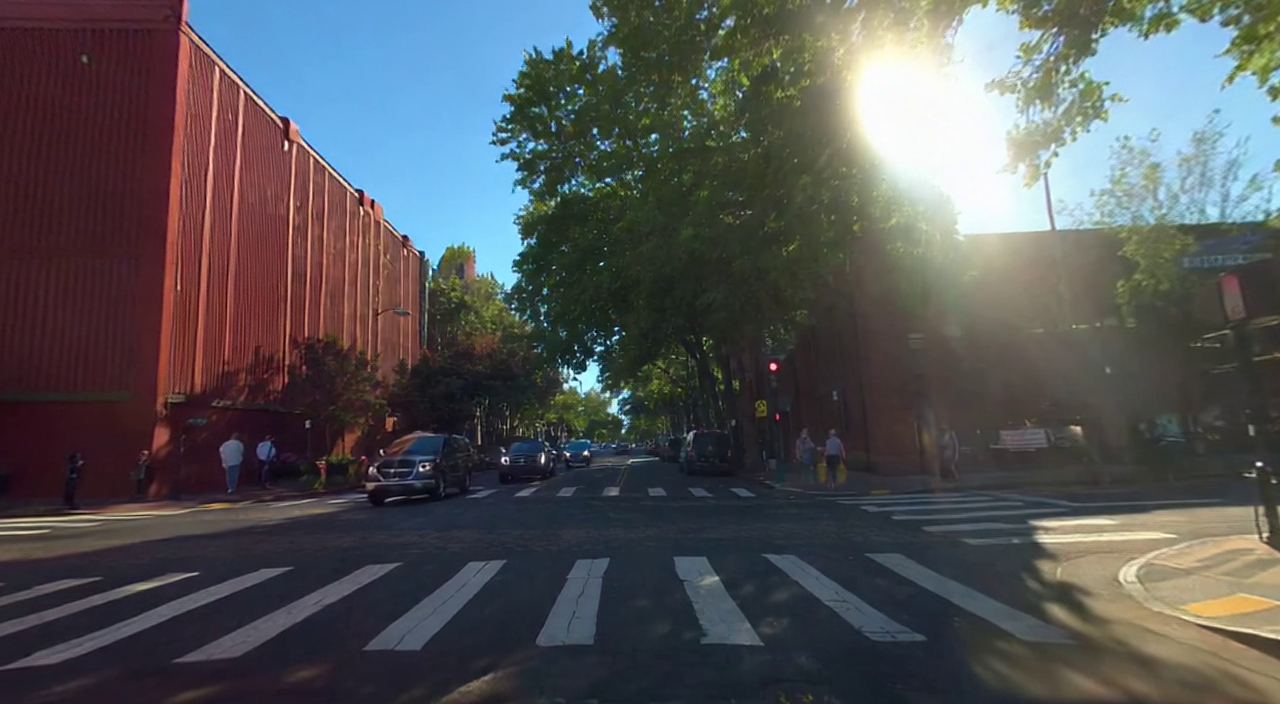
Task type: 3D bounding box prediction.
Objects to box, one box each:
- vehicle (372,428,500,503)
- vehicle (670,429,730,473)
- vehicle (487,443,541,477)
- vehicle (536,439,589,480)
[{"bbox_3d":[-5.772,3.269,18.641,2.242,1.887,4.924,0,-8,-2],"label":"vehicle"},{"bbox_3d":[3.100,5.314,34.041,2.557,2.188,5.164,0,-8,-2],"label":"vehicle"},{"bbox_3d":[-6.189,5.345,31.409,1.979,1.560,3.928,0,-8,-1],"label":"vehicle"},{"bbox_3d":[-3.258,4.571,27.189,2.033,1.596,4.142,1,-8,-4],"label":"vehicle"}]
